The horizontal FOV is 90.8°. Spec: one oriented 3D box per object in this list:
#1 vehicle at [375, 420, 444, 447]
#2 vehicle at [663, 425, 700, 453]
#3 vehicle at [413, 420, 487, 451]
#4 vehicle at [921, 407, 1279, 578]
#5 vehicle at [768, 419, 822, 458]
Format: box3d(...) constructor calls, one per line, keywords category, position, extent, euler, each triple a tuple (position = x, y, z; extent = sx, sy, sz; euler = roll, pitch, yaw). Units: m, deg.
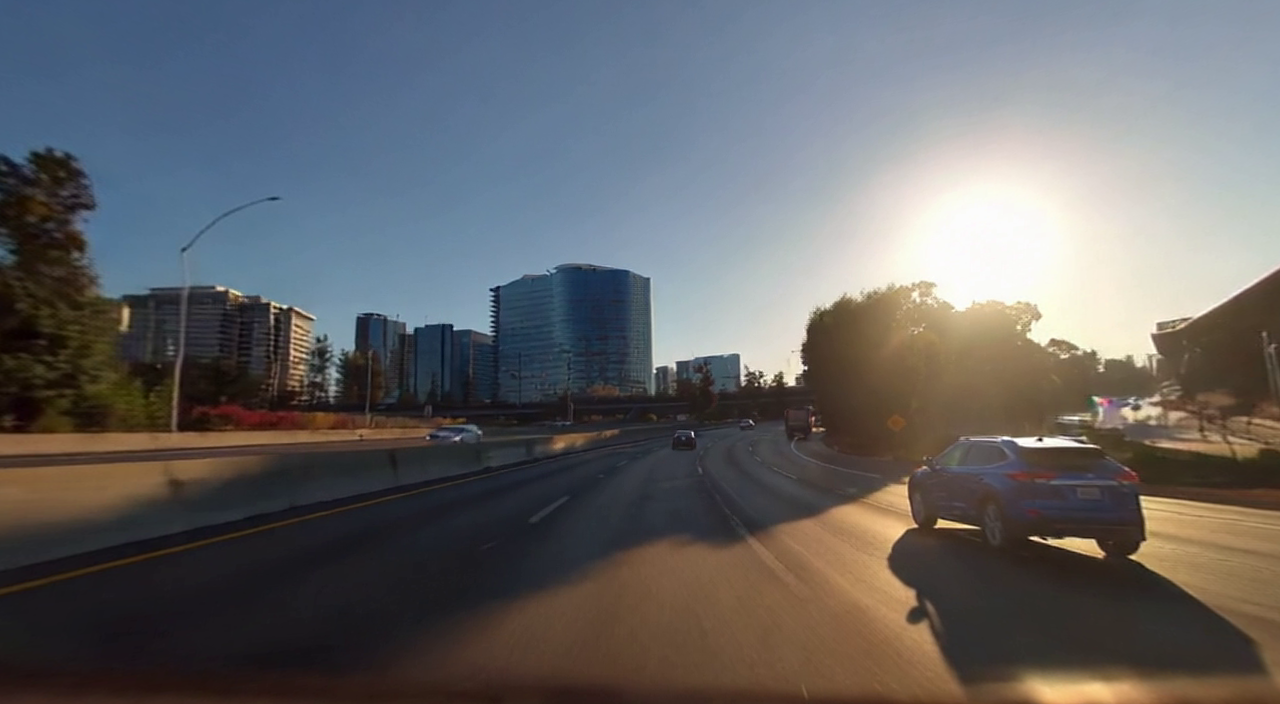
box3d(category="vehicle", position=(-13.506, 4.879, 37.369), extent=(2.030, 1.457, 4.365), euler=(-1, -9, 6))
box3d(category="vehicle", position=(2.874, 5.938, 42.939), extent=(2.181, 1.768, 4.383), euler=(-1, -9, 9))
box3d(category="vehicle", position=(-10.257, 4.607, 34.565), extent=(2.179, 1.522, 4.505), euler=(-1, -9, 7))
box3d(category="vehicle", position=(5.685, 1.706, 8.451), extent=(2.097, 1.659, 4.320), euler=(0, -9, 4))
box3d(category="vehicle", position=(9.622, 5.509, 39.811), extent=(2.526, 2.230, 6.190), euler=(0, -9, 7))
